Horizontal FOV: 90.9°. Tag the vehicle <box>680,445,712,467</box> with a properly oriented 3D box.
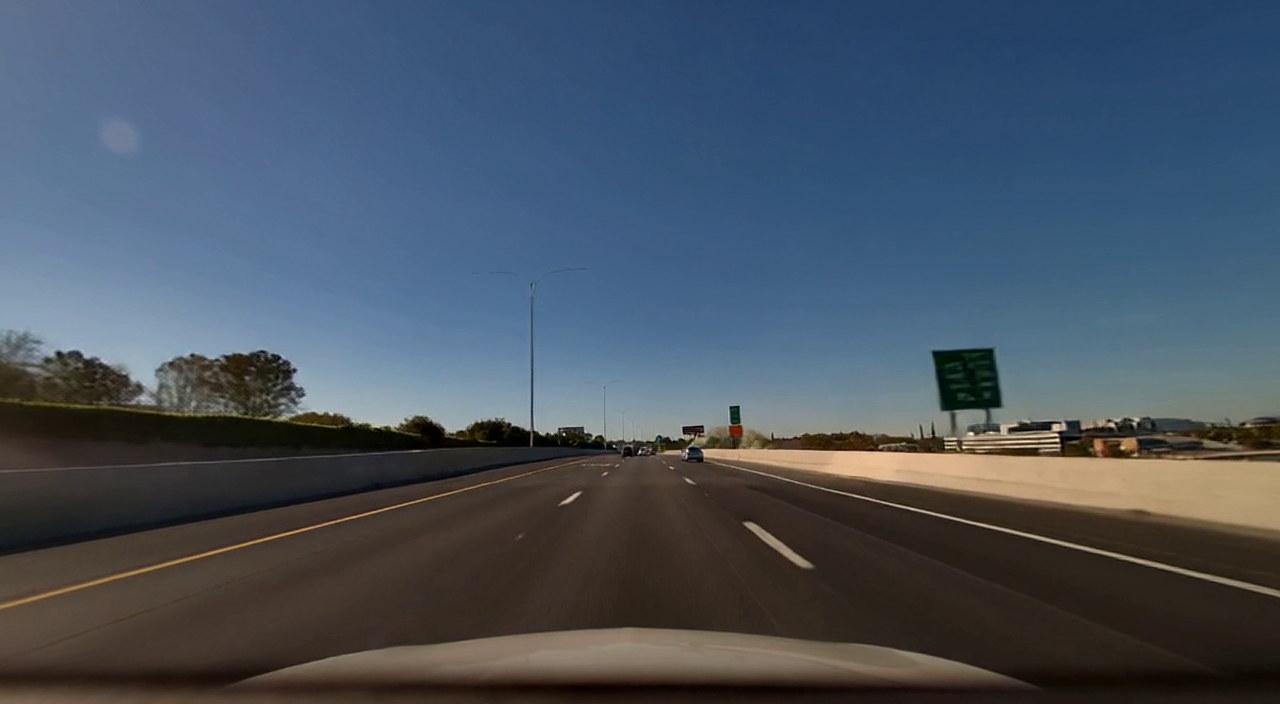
[{"bbox_3d":[4.061,7.642,46.526,2.003,1.520,4.058,0,-8,0],"label":"vehicle"}]
